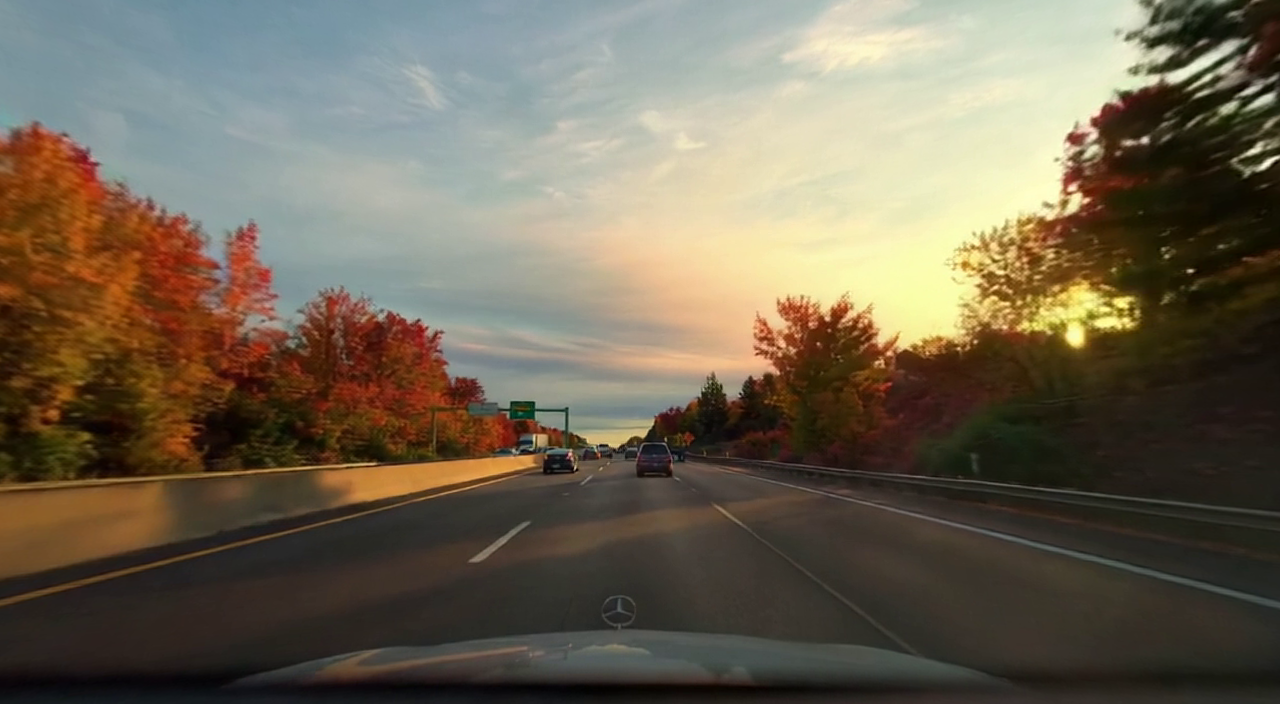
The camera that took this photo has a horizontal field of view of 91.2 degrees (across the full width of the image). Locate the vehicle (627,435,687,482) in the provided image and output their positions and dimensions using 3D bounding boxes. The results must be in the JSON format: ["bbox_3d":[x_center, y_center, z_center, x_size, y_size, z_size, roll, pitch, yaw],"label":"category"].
[{"bbox_3d":[0.605,4.361,25.846,2.250,1.718,4.358,0,-9,-1],"label":"vehicle"}]

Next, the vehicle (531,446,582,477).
[{"bbox_3d":[-4.012,5.323,30.720,2.037,1.418,3.793,0,-9,0],"label":"vehicle"}]
